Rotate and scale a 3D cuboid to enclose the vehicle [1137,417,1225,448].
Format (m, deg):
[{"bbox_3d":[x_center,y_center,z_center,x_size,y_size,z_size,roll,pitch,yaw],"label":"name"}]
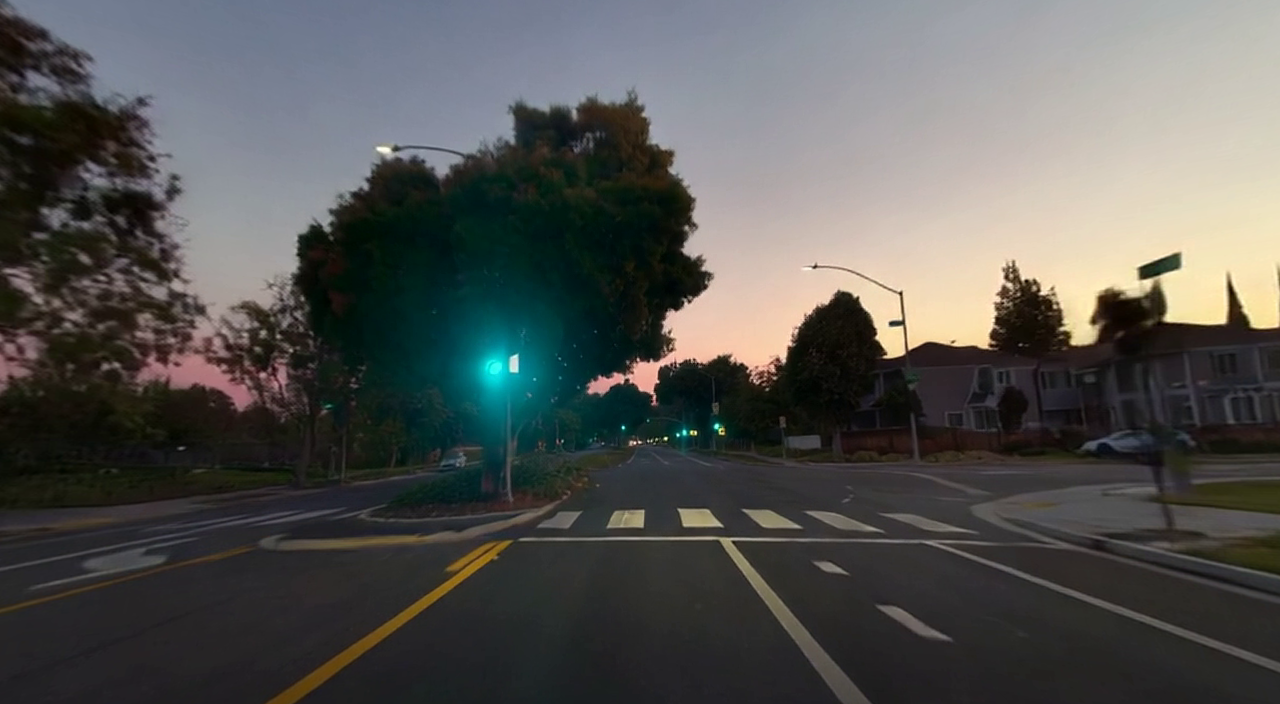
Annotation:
[{"bbox_3d":[31.246,4.700,36.583,1.928,1.622,3.895,-2,-8,8],"label":"vehicle"}]

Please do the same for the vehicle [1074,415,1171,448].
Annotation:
[{"bbox_3d":[28.638,4.795,37.640,2.041,1.826,4.925,-1,-8,3],"label":"vehicle"}]
